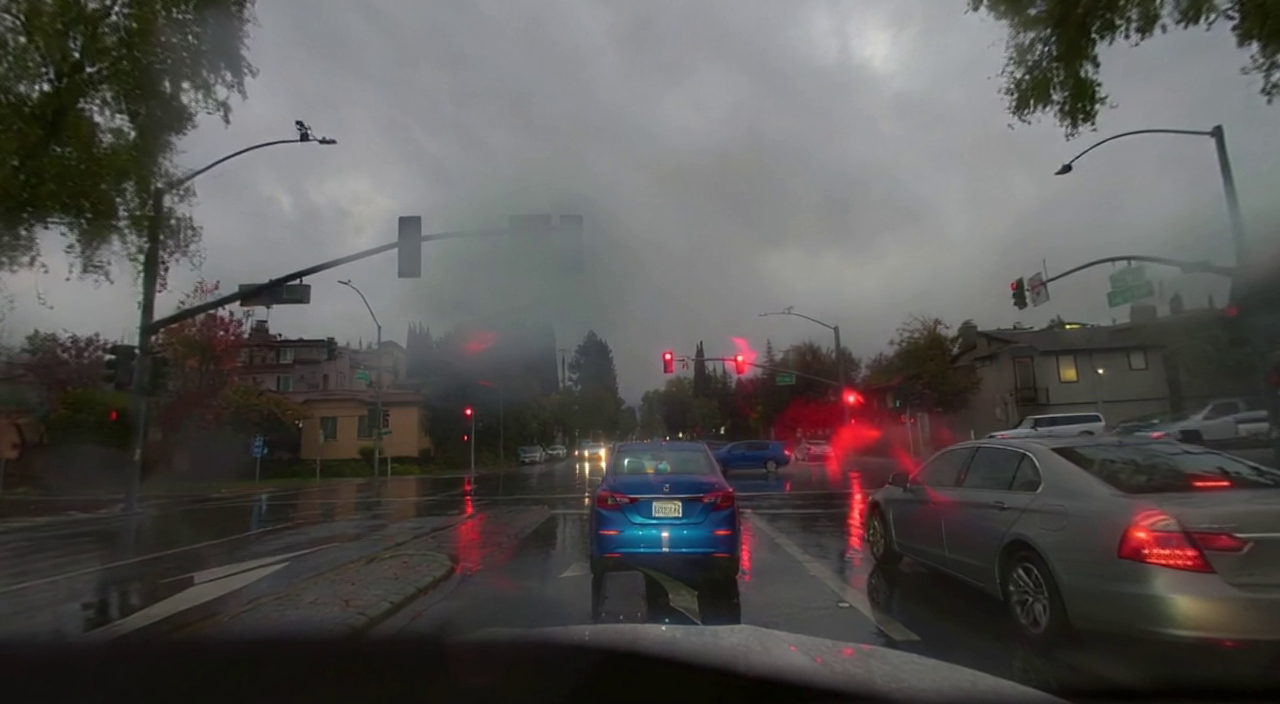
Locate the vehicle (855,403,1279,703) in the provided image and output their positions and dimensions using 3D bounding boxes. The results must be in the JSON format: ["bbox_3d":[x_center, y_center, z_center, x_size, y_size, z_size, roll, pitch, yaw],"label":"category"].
[{"bbox_3d":[3.649,1.341,5.437,1.888,1.486,4.681,0,-9,-1],"label":"vehicle"}]

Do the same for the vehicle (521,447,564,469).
[{"bbox_3d":[-6.939,7.580,45.304,2.093,1.476,4.278,-1,-9,4],"label":"vehicle"}]

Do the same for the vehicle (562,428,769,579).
[{"bbox_3d":[0.294,1.820,8.326,2.090,1.505,3.756,-1,-9,1],"label":"vehicle"}]
